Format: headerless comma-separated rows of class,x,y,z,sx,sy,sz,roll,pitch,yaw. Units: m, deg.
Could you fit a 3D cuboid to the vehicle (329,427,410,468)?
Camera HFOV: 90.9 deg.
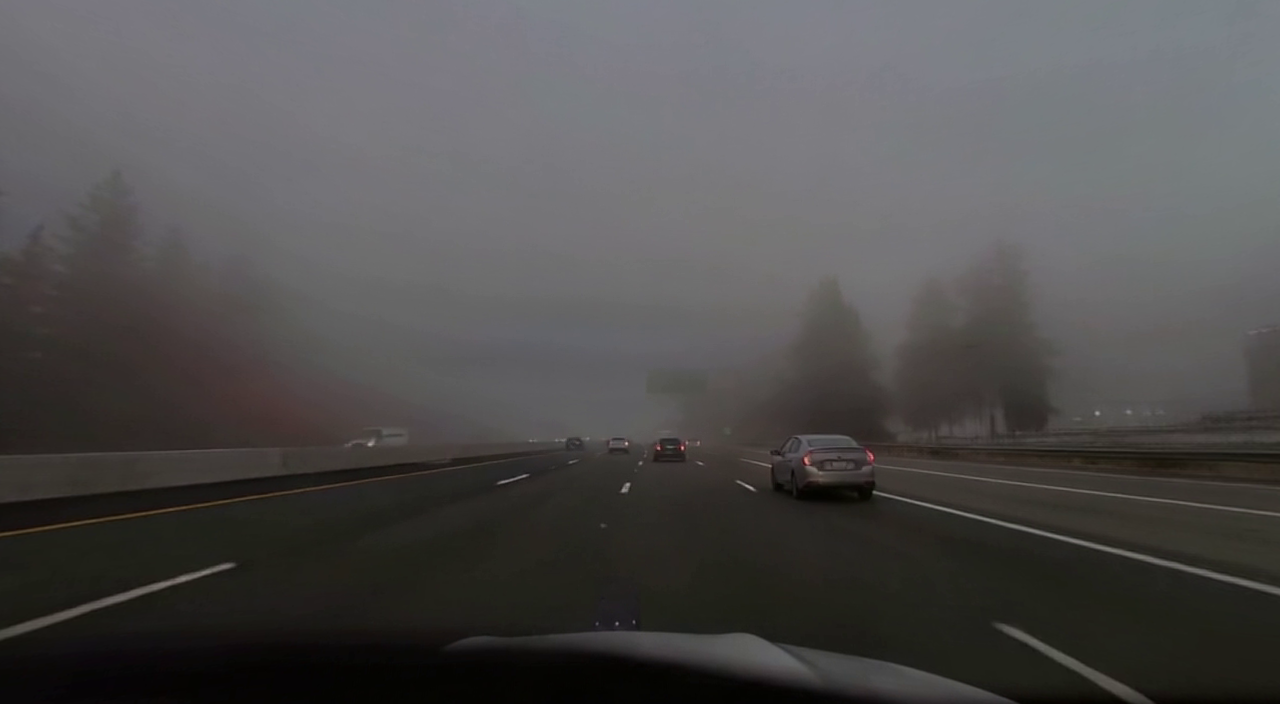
vehicle,-20.625,7.289,48.578,2.734,2.836,7.380,0,-7,2

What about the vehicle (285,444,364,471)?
vehicle,-20.549,6.844,41.333,2.493,1.560,4.946,0,-7,1

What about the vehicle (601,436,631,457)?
vehicle,-1.815,7.248,48.593,2.103,1.512,4.155,0,-7,1

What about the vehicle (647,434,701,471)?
vehicle,1.530,4.742,30.184,2.240,1.646,4.949,0,-7,-1

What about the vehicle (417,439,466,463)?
vehicle,-13.626,6.779,43.472,1.858,1.511,4.027,0,-7,2
